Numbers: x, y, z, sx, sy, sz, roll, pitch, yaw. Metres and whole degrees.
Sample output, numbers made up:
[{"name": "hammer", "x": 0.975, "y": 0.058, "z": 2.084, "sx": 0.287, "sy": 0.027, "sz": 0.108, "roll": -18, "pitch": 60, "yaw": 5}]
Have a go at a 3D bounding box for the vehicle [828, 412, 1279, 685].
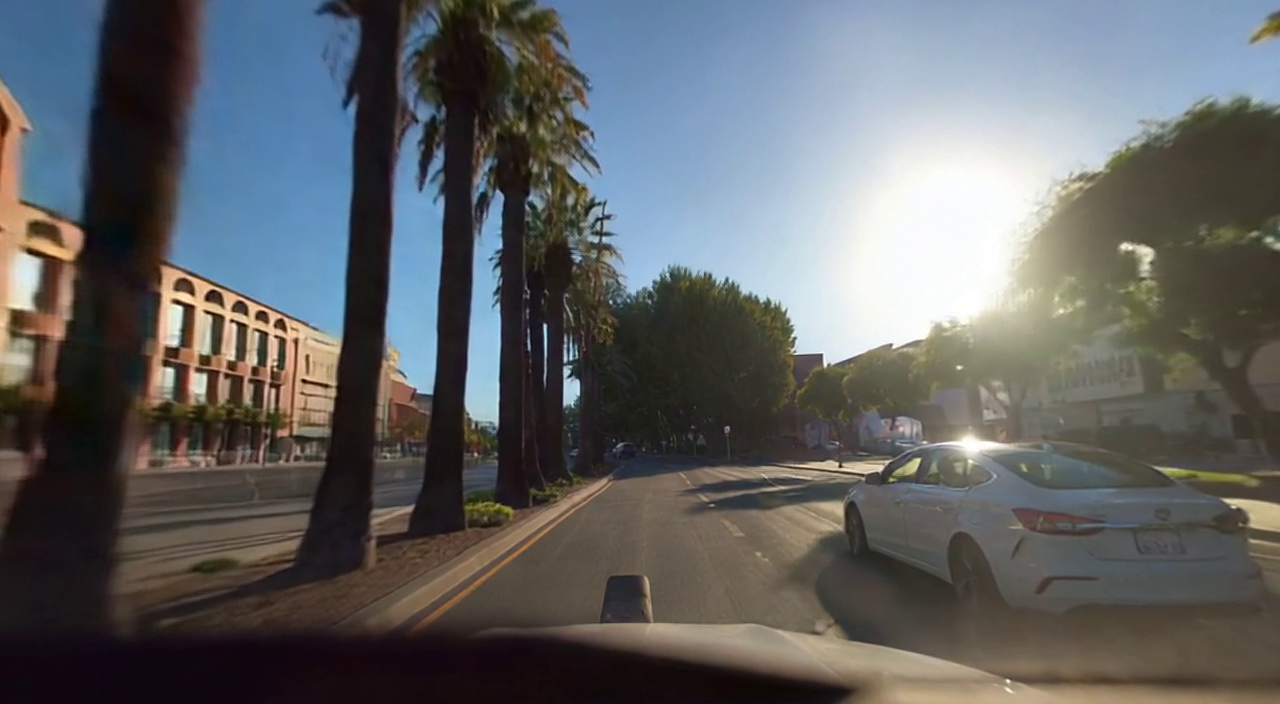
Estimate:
[{"name": "vehicle", "x": 3.359, "y": 1.448, "z": 5.841, "sx": 1.867, "sy": 1.554, "sz": 4.301, "roll": 0, "pitch": -8, "yaw": 0}]
